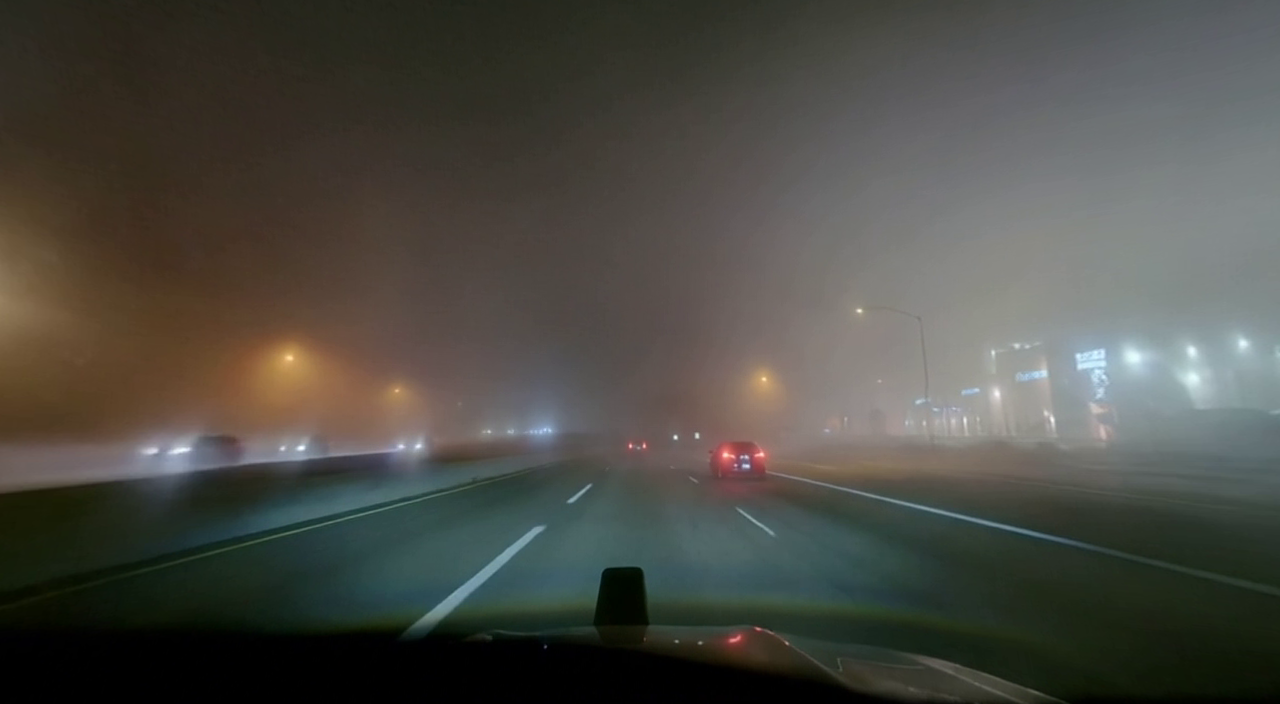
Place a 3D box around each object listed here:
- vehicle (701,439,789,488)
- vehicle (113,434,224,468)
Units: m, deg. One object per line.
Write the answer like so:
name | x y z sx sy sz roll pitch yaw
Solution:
vehicle | 3.377 3.688 21.200 2.069 1.431 4.313 0 -8 -2
vehicle | -21.897 4.621 29.543 1.921 1.480 4.348 0 -8 -2
